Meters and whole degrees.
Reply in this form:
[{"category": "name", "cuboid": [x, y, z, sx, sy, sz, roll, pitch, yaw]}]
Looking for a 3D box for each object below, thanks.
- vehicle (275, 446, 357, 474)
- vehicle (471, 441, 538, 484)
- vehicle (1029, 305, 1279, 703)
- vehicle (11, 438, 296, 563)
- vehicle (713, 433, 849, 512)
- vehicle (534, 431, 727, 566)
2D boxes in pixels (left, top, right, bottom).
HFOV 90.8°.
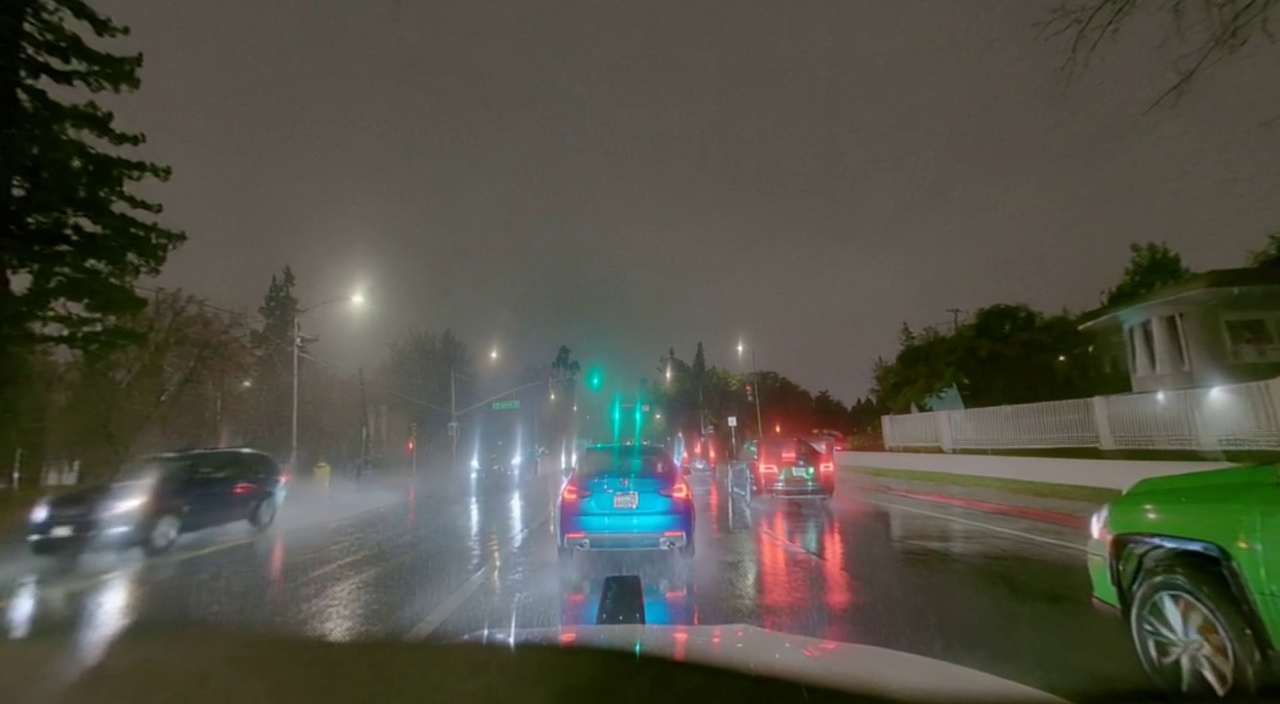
[{"category": "vehicle", "cuboid": [-19.859, 6.638, 38.798, 3.957, 1.630, 1.881, 0, -8, -1]}, {"category": "vehicle", "cuboid": [-5.739, 4.718, 27.366, 2.058, 1.695, 4.319, 0, -8, -2]}, {"category": "vehicle", "cuboid": [3.357, 0.597, 1.511, 2.006, 1.766, 4.345, 0, -8, -1]}, {"category": "vehicle", "cuboid": [-8.270, 2.481, 11.391, 1.996, 1.680, 4.203, -2, -8, -4]}, {"category": "vehicle", "cuboid": [3.004, 2.667, 14.529, 1.971, 1.517, 4.521, 0, -8, -1]}, {"category": "vehicle", "cuboid": [-0.148, 1.973, 9.298, 2.186, 1.500, 4.141, 0, -8, -1]}]
